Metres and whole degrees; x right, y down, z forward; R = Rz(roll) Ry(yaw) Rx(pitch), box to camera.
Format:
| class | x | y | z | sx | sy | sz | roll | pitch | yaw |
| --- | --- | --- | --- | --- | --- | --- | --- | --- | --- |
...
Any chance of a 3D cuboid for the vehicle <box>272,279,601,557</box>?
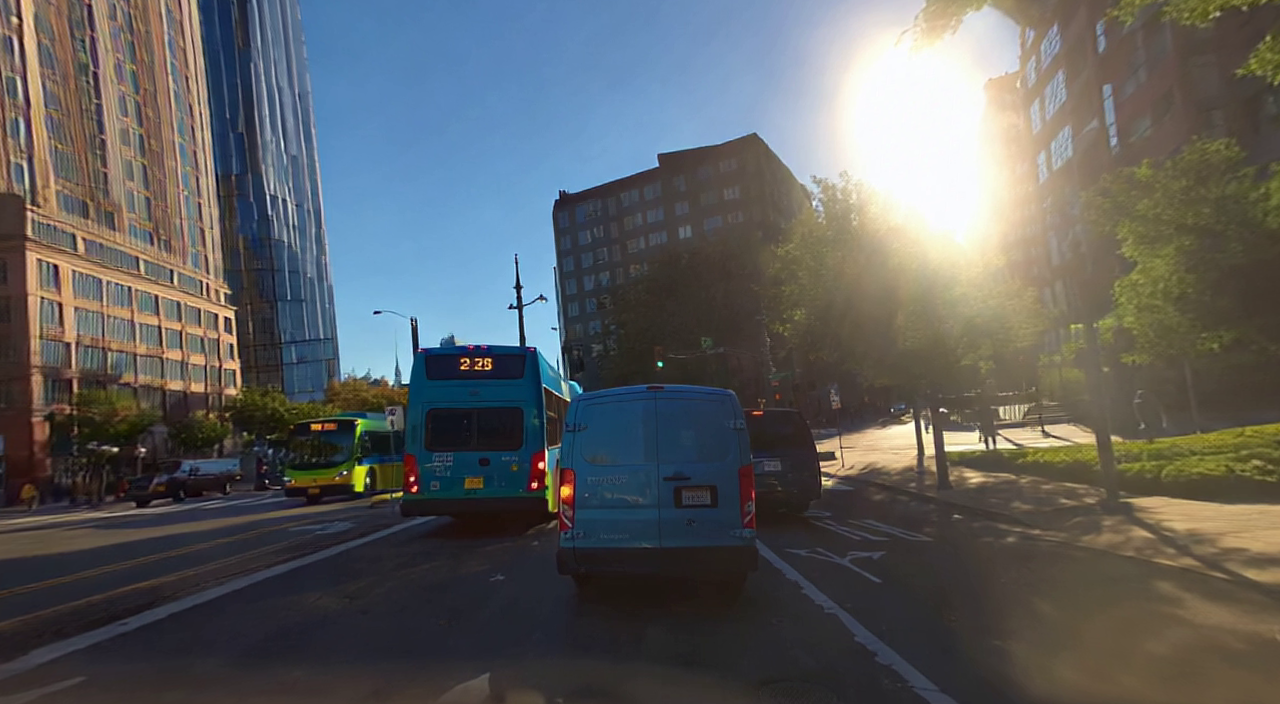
| class | x | y | z | sx | sy | sz | roll | pitch | yaw |
| --- | --- | --- | --- | --- | --- | --- | --- | --- | --- |
| vehicle | -2.901 | 1.791 | 14.625 | 3.042 | 3.445 | 13.615 | 0 | -9 | 0 |

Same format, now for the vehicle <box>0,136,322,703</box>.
| class | x | y | z | sx | sy | sz | roll | pitch | yaw |
| --- | --- | --- | --- | --- | --- | --- | --- | --- | --- |
| vehicle | -2.752 | 0.316 | 0.191 | 2.329 | 2.089 | 5.659 | 0 | -9 | 0 |

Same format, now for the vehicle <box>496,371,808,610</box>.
| class | x | y | z | sx | sy | sz | roll | pitch | yaw |
| --- | --- | --- | --- | --- | --- | --- | --- | --- | --- |
| vehicle | 0.123 | 1.437 | 7.294 | 2.500 | 1.912 | 4.270 | 0 | -9 | 1 |
